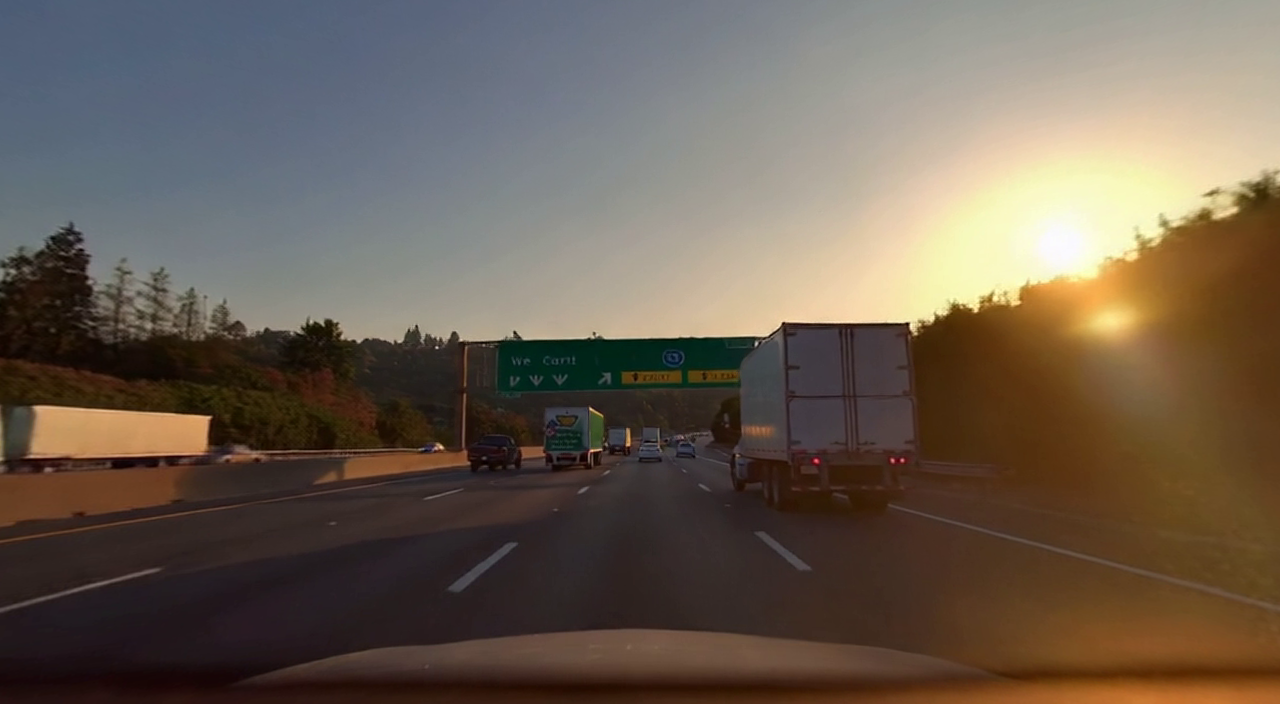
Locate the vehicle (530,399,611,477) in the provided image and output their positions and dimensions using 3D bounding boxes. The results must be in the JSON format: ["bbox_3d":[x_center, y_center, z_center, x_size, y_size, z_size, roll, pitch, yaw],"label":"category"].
[{"bbox_3d":[-3.042,4.095,29.760,2.745,3.156,7.608,0,-8,2],"label":"vehicle"}]

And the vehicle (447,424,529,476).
[{"bbox_3d":[-6.944,4.582,29.585,2.322,2.195,5.556,0,-8,1],"label":"vehicle"}]

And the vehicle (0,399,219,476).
[{"bbox_3d":[-35.305,5.825,42.263,2.870,4.177,16.369,0,-8,1],"label":"vehicle"}]

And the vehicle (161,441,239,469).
[{"bbox_3d":[-31.131,7.298,44.793,1.993,1.892,4.736,0,-8,1],"label":"vehicle"}]

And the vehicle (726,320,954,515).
[{"bbox_3d":[4.047,1.698,15.064,2.895,3.484,7.631,0,-8,0],"label":"vehicle"}]

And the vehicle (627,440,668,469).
[{"bbox_3d":[0.424,5.596,34.533,2.105,1.502,4.068,0,-8,1],"label":"vehicle"}]
